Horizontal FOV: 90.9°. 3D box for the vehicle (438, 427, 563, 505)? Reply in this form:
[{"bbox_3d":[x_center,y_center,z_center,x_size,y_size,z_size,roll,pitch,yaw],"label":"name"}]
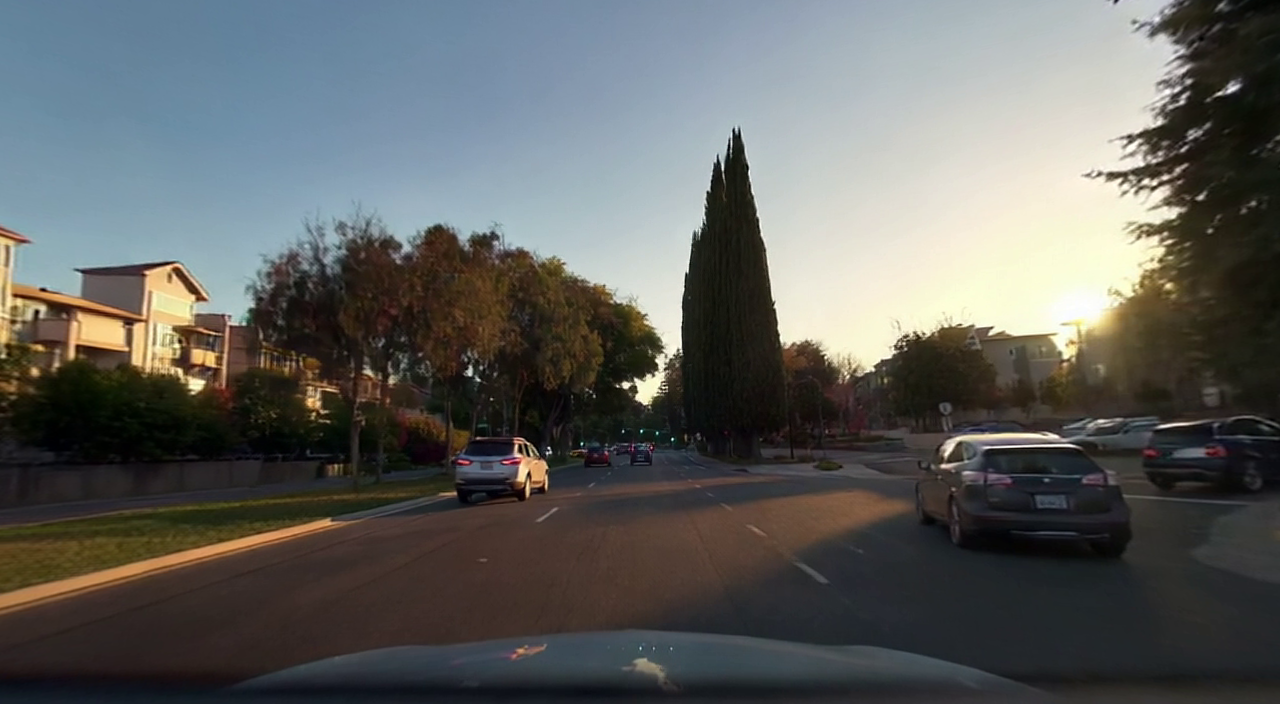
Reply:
[{"bbox_3d":[-3.611,3.057,17.424,2.216,1.828,4.886,0,-8,2],"label":"vehicle"}]

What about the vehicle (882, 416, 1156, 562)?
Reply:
[{"bbox_3d":[5.071,1.853,9.297,1.969,1.593,4.293,-2,-9,10],"label":"vehicle"}]

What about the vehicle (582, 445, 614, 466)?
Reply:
[{"bbox_3d":[-3.228,8.124,49.637,2.091,1.548,4.604,0,-8,2],"label":"vehicle"}]

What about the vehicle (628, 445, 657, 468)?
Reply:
[{"bbox_3d":[0.230,7.318,44.198,1.940,1.501,4.133,0,-8,1],"label":"vehicle"}]

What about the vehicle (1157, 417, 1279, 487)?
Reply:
[{"bbox_3d":[16.088,2.564,16.313,4.735,1.597,1.950,3,-9,-21],"label":"vehicle"}]
